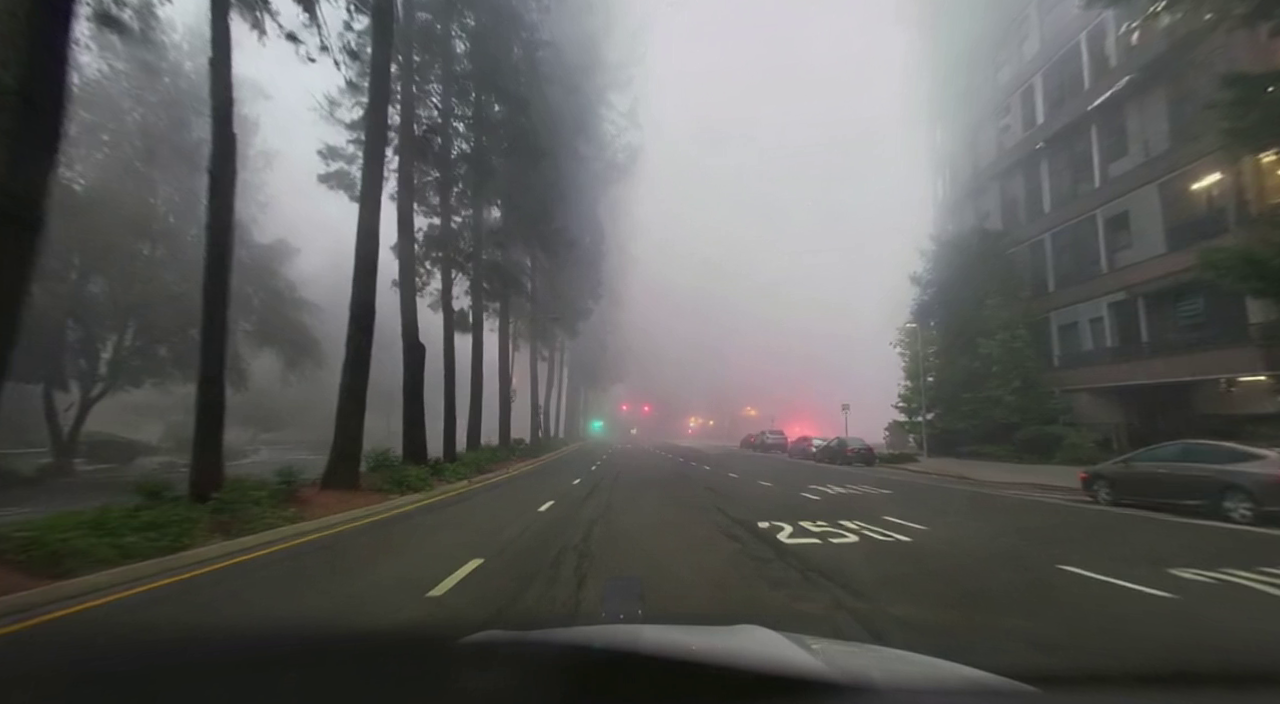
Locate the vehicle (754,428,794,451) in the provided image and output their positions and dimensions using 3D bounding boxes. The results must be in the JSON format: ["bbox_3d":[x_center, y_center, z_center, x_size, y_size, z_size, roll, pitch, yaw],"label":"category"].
[{"bbox_3d":[10.317,6.841,49.066,1.947,1.716,4.861,0,-9,-1],"label":"vehicle"}]

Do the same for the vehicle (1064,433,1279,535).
[{"bbox_3d":[10.544,2.323,11.761,1.911,1.533,4.670,0,-9,-2],"label":"vehicle"}]

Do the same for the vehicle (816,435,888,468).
[{"bbox_3d":[10.595,5.005,31.881,1.927,1.489,4.532,0,-9,-2],"label":"vehicle"}]
